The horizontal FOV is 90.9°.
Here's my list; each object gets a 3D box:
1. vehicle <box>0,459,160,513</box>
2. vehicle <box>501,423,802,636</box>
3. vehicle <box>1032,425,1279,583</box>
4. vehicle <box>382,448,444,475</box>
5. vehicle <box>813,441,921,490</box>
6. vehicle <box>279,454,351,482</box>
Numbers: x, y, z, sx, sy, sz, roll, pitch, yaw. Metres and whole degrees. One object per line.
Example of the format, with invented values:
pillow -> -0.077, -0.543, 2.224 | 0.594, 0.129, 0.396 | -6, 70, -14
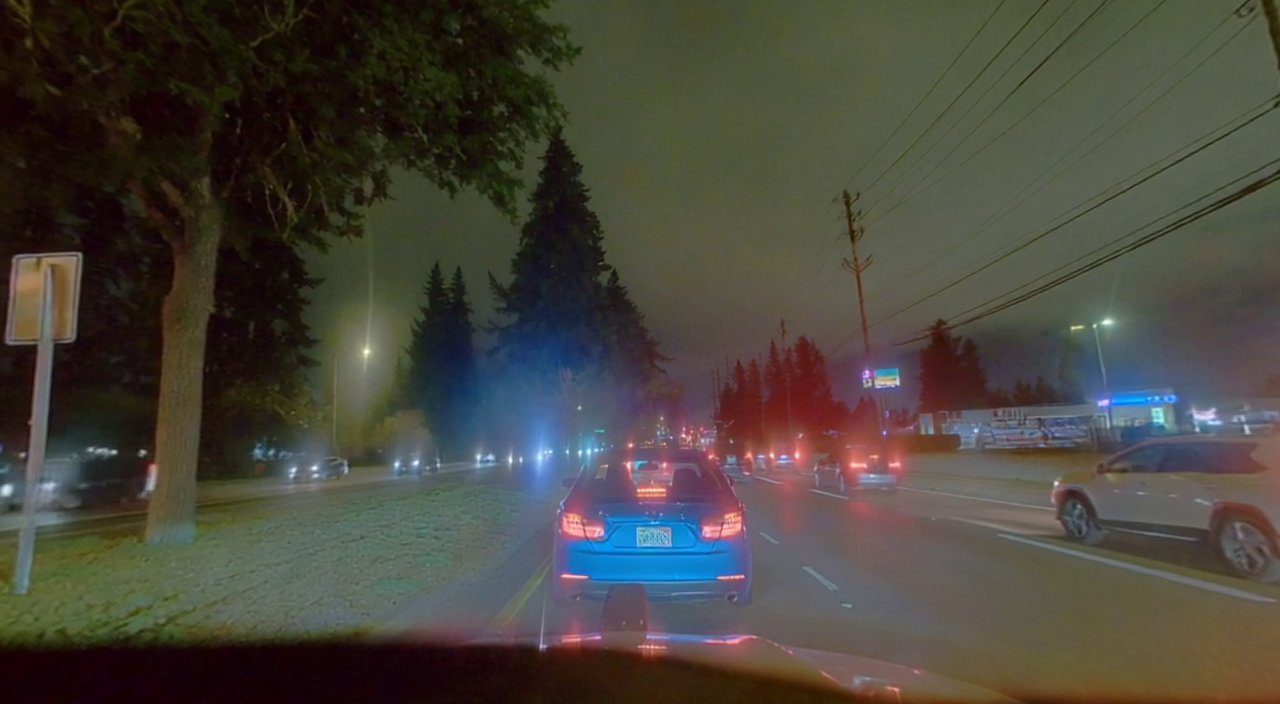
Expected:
vehicle -> -18.970, 4.401, 21.171 | 1.884, 1.466, 4.821 | 0, -8, 0
vehicle -> 0.069, 1.542, 6.475 | 2.108, 1.479, 3.935 | 0, -8, 0
vehicle -> 6.997, 1.662, 7.482 | 1.850, 1.480, 4.474 | 0, -8, 1
vehicle -> -15.007, 7.240, 42.014 | 2.291, 1.682, 4.835 | 0, -8, 0
vehicle -> 7.371, 3.704, 21.029 | 1.899, 1.458, 4.499 | 0, -8, 0
vehicle -> -19.164, 6.851, 37.424 | 1.853, 1.489, 4.449 | 0, -8, 0
